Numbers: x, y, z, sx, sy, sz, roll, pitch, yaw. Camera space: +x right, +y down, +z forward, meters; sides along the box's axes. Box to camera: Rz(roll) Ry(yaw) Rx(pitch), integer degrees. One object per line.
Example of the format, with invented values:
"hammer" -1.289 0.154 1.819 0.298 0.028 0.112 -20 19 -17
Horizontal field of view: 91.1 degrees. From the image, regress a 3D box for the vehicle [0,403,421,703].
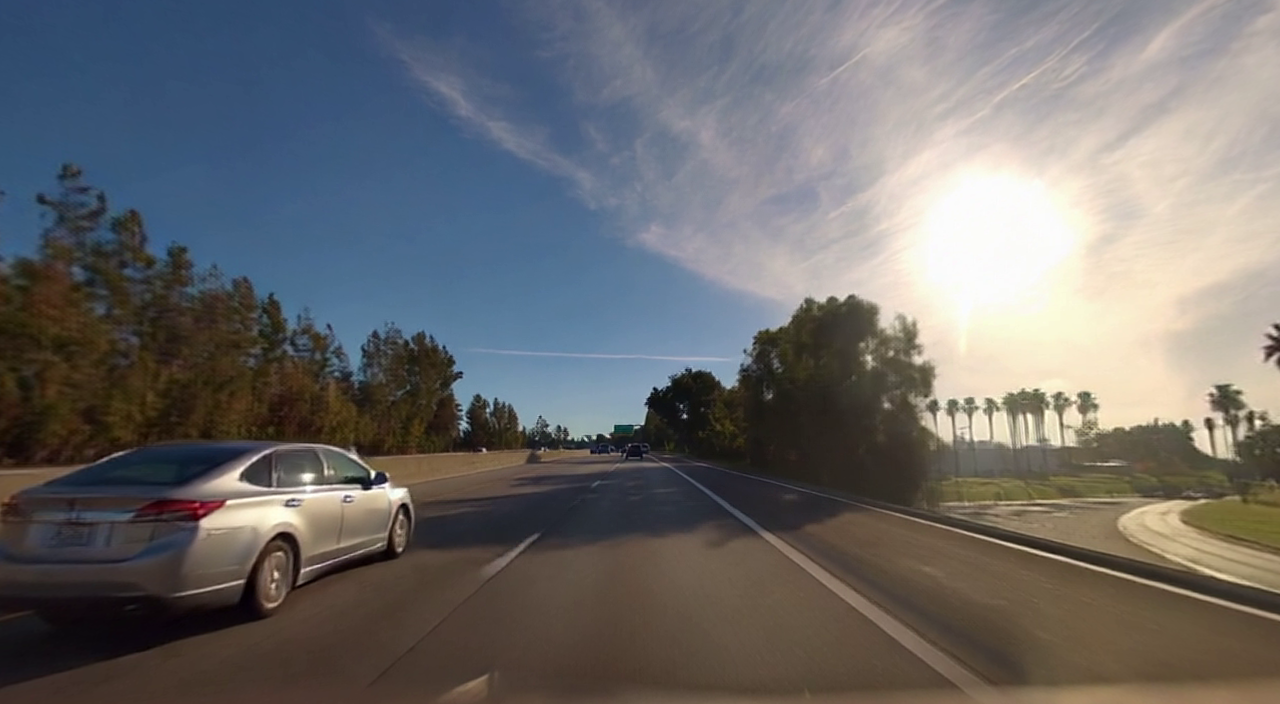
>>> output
"vehicle" -3.797 1.375 5.368 2.092 1.562 4.748 0 -8 1
